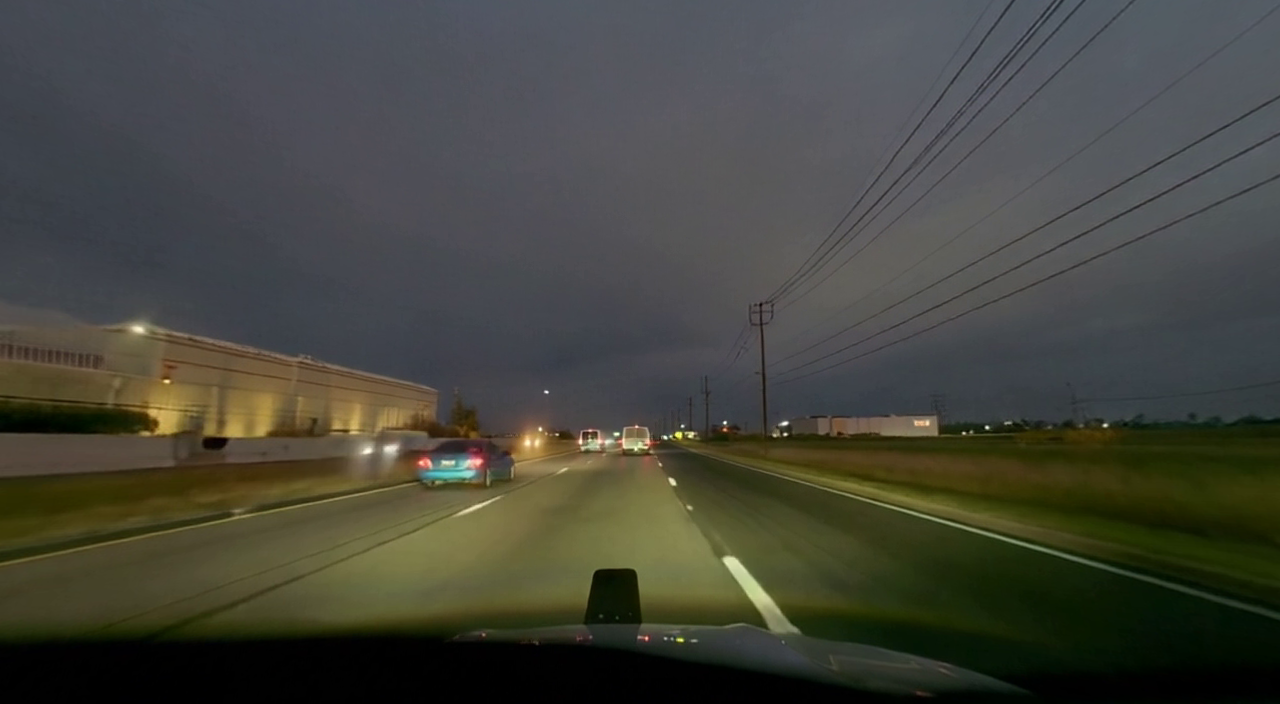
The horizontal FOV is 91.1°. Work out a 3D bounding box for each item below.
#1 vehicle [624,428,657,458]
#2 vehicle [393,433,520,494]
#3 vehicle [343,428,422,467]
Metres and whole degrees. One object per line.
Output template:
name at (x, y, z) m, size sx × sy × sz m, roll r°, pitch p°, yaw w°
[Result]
vehicle at (-0.013, 6.408, 44.603) m, size 2.213 × 1.997 × 4.456 m, roll 0°, pitch -8°, yaw -1°
vehicle at (-4.912, 3.025, 17.688) m, size 2.087 × 1.464 × 4.853 m, roll 0°, pitch -8°, yaw 1°
vehicle at (-13.715, 5.098, 33.861) m, size 2.135 × 1.961 × 4.890 m, roll 0°, pitch -8°, yaw 1°
